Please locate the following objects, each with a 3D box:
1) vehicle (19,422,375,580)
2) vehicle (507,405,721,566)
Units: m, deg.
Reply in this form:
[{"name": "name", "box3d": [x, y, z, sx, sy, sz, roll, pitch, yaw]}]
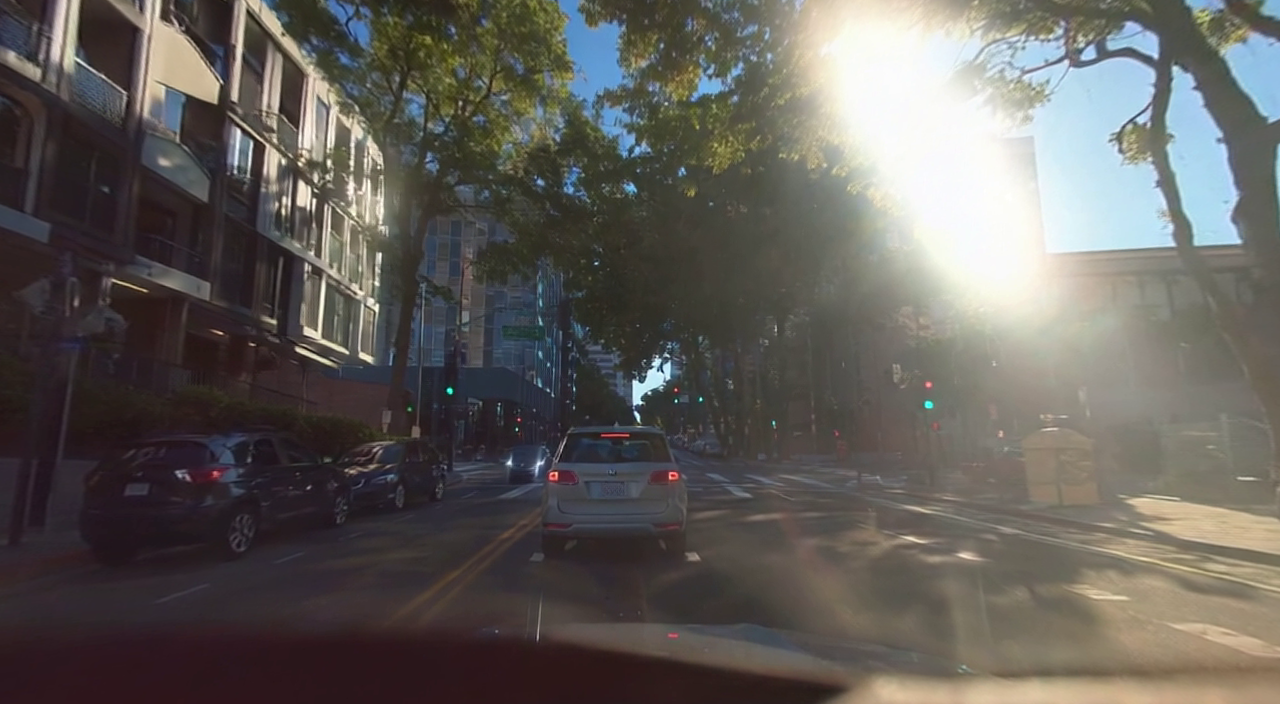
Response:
[{"name": "vehicle", "box3d": [-5.763, 1.957, 9.172, 1.904, 1.684, 4.529, 0, -9, -1]}, {"name": "vehicle", "box3d": [-0.249, 1.707, 8.705, 2.258, 1.687, 3.934, 0, -9, 1]}]
